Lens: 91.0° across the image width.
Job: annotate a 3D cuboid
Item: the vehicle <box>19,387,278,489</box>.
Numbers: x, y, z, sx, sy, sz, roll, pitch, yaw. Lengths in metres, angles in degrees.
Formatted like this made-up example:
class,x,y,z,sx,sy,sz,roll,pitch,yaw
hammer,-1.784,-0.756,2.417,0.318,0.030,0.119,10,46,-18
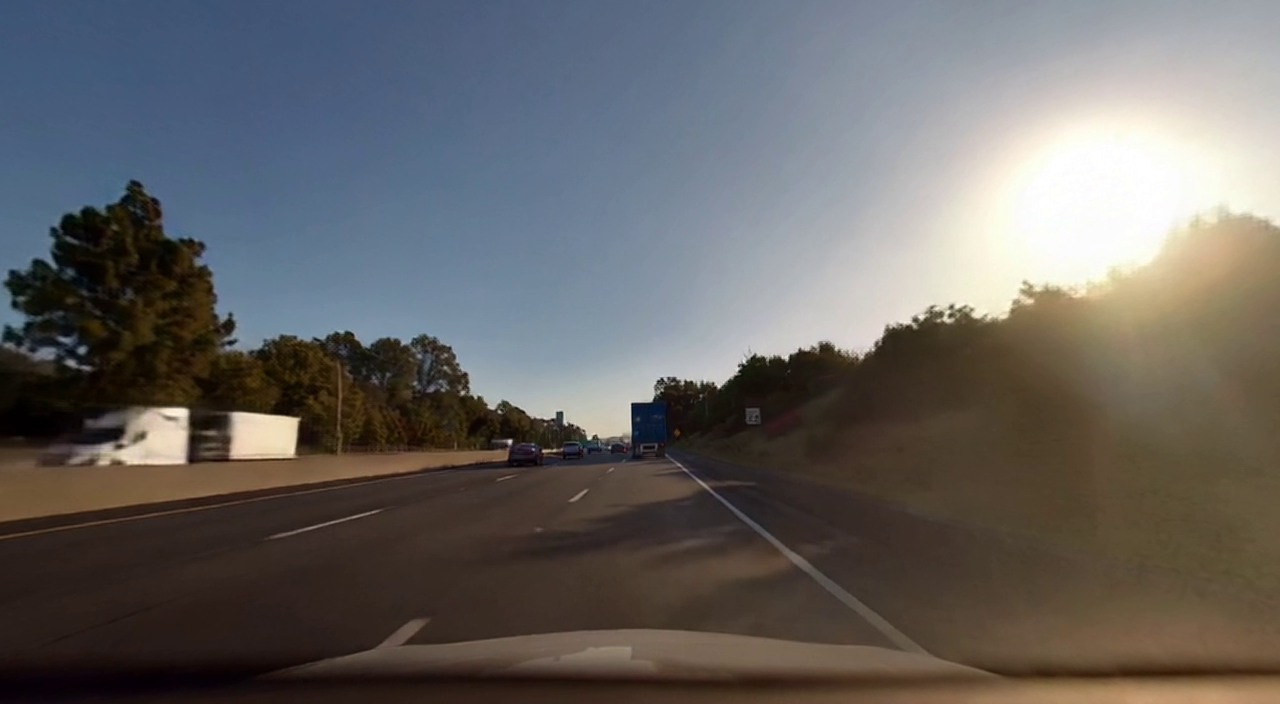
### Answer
class,x,y,z,sx,sy,sz,roll,pitch,yaw
vehicle,-20.330,3.784,27.399,3.005,3.574,10.095,0,-8,0

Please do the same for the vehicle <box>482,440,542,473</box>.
class,x,y,z,sx,sy,sz,roll,pitch,yaw
vehicle,-6.392,5.277,31.992,2.017,1.517,4.766,0,-8,1
